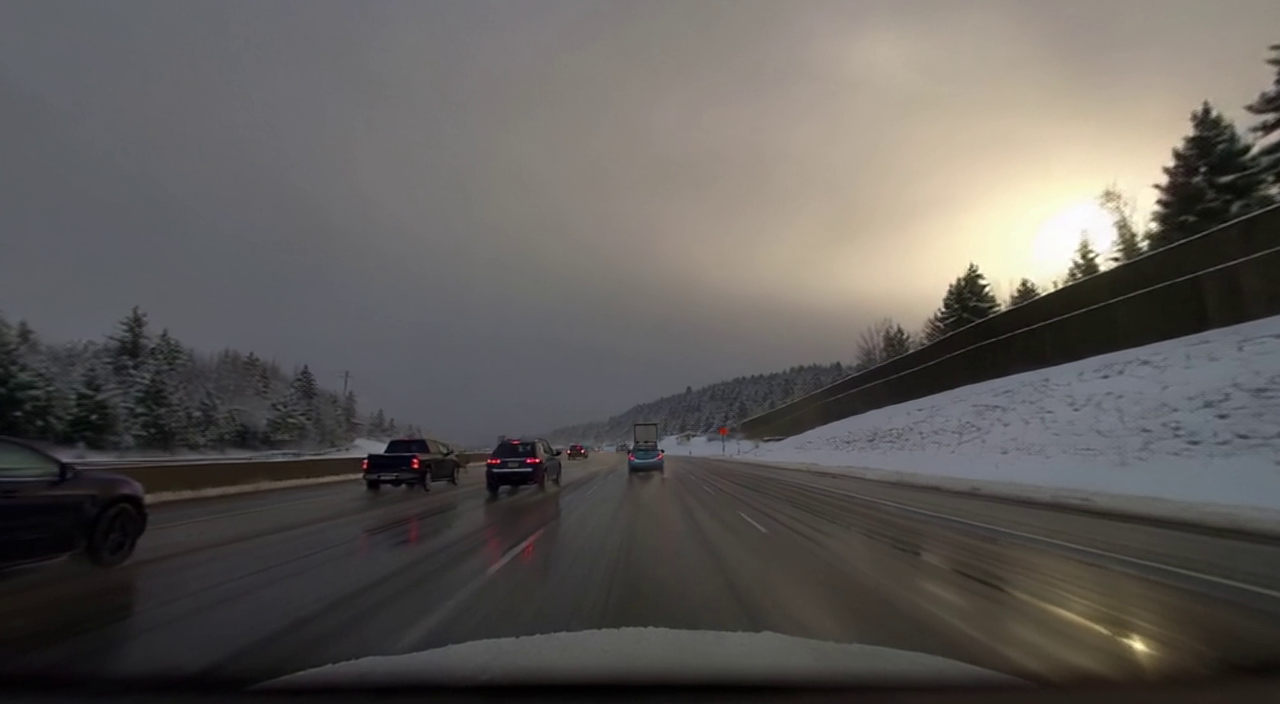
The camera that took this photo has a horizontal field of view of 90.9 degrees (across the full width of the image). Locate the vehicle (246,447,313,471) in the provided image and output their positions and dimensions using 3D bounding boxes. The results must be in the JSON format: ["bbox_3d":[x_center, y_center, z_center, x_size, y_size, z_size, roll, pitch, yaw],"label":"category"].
[{"bbox_3d":[-27.776,8.220,48.805,2.131,1.696,5.013,0,-9,0],"label":"vehicle"}]

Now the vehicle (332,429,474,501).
[{"bbox_3d":[-6.860,3.343,19.082,2.108,1.856,5.214,0,-9,2],"label":"vehicle"}]

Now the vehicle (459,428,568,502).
[{"bbox_3d":[-3.422,3.177,18.104,2.093,1.820,4.506,0,-9,1],"label":"vehicle"}]

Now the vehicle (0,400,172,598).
[{"bbox_3d":[-6.989,1.296,5.443,2.215,1.797,4.666,0,-9,1],"label":"vehicle"}]

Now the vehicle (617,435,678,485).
[{"bbox_3d":[0.276,4.327,25.515,2.233,1.804,4.273,0,-9,0],"label":"vehicle"}]
